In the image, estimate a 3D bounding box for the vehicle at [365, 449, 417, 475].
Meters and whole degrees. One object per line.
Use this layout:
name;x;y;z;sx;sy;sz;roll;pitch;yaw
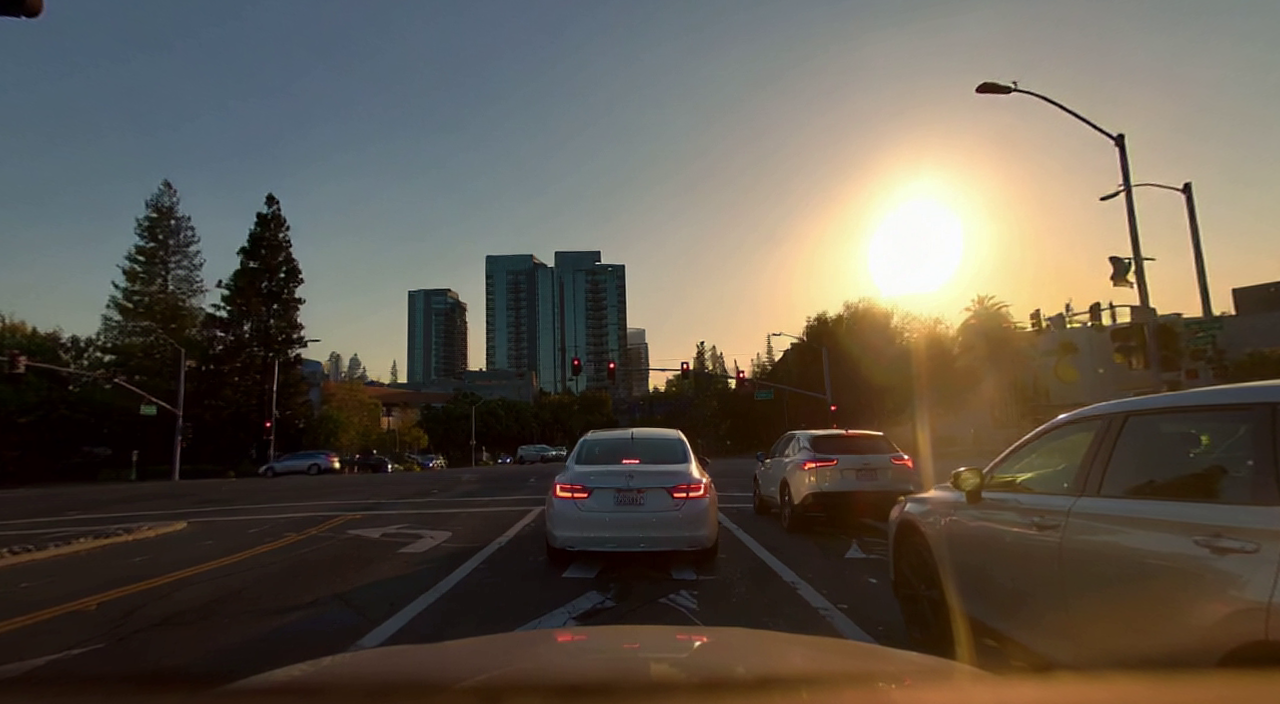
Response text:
vehicle;-18.728;8.276;47.819;2.026;1.836;4.726;0;-8;0

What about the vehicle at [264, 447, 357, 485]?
vehicle;-17.069;5.841;32.714;4.448;1.837;2.021;-5;-10;29

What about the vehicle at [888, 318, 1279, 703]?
vehicle;3.009;0.864;2.671;2.103;1.701;4.294;0;-8;-1

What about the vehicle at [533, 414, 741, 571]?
vehicle;-0.076;1.789;8.766;2.188;1.637;4.027;0;-8;-1

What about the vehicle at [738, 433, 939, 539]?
vehicle;3.149;2.219;11.150;2.001;1.463;4.398;0;-8;-2
